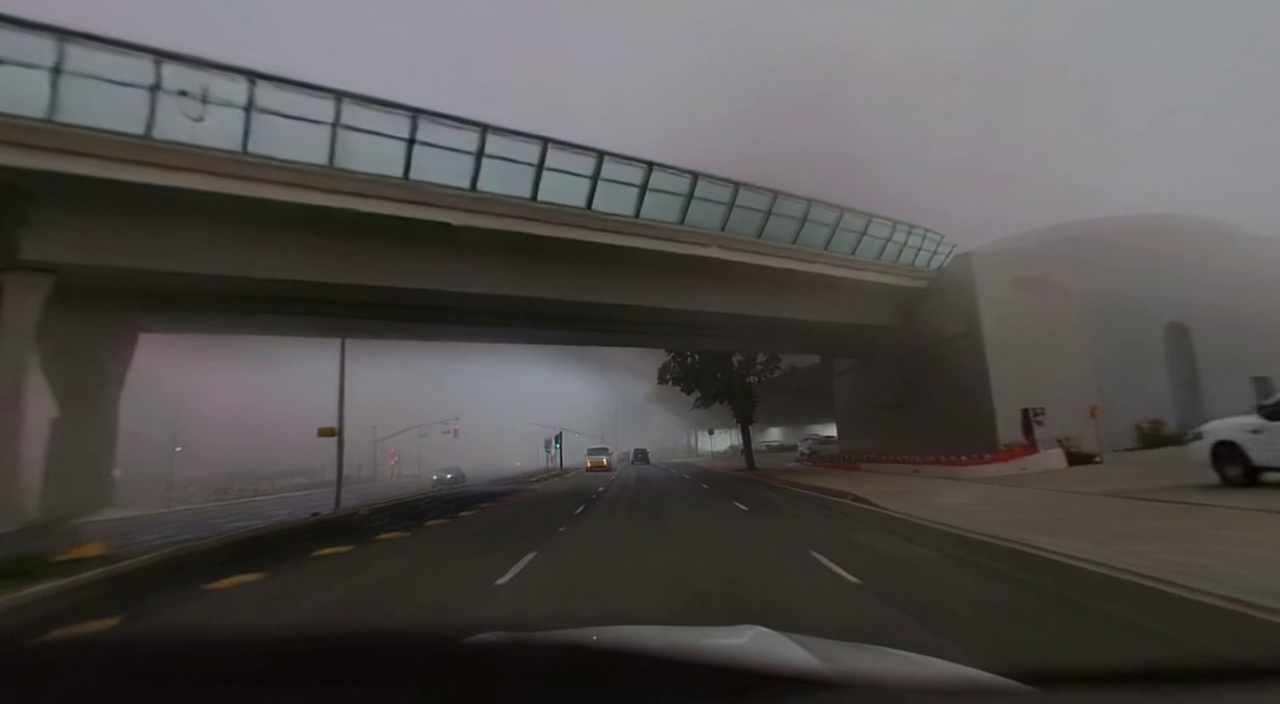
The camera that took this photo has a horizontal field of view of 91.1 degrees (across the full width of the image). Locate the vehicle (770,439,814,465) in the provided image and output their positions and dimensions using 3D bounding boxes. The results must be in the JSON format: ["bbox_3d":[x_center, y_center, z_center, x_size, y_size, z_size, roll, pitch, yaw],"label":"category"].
[{"bbox_3d":[11.599,7.653,48.173,2.051,1.534,4.466,-11,-8,-1],"label":"vehicle"}]
